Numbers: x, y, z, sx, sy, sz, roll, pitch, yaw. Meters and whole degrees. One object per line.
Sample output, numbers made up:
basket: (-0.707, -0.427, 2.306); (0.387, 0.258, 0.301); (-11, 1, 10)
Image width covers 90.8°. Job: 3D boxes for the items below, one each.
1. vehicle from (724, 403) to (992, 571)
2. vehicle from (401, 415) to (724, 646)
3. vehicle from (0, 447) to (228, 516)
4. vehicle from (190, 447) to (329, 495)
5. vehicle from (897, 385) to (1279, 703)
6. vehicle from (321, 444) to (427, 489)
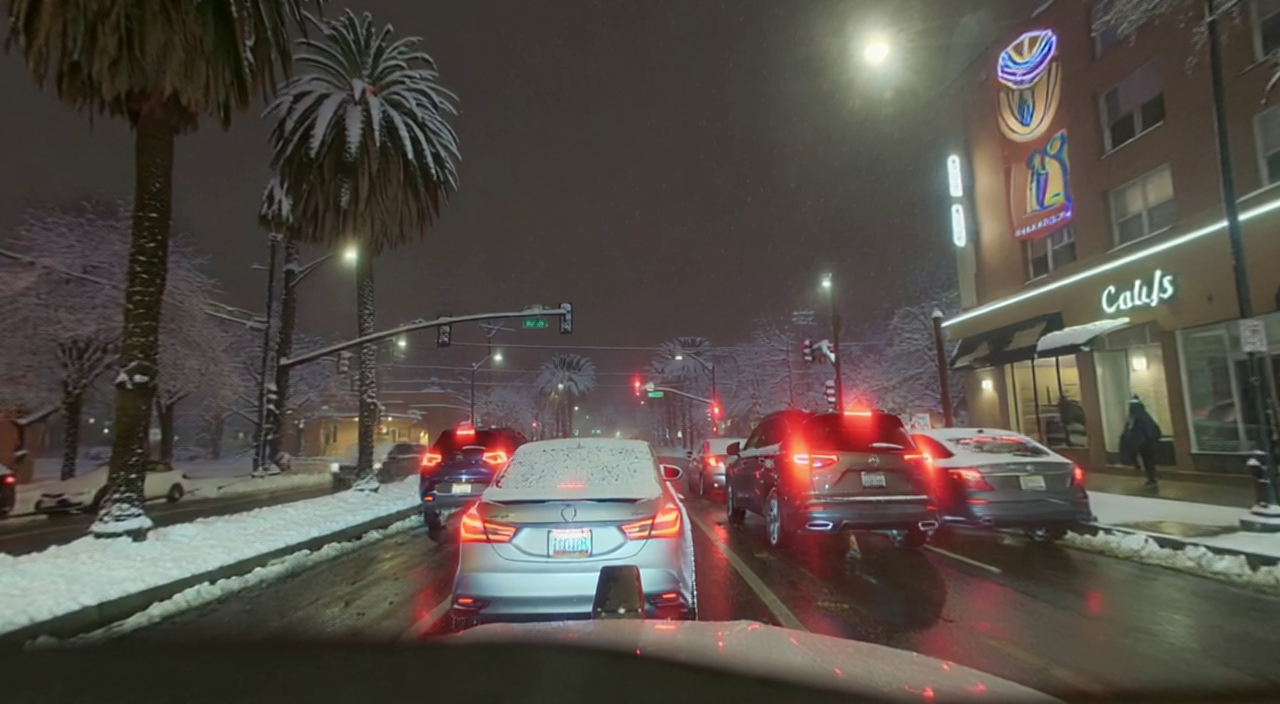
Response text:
vehicle: (2.626, 1.765, 9.007); (2.096, 1.775, 4.440); (0, -9, -2)
vehicle: (-0.511, 1.471, 6.228); (2.096, 1.492, 4.071); (0, -9, 0)
vehicle: (-12.851, 3.138, 15.926); (1.870, 1.475, 4.531); (0, -9, 0)
vehicle: (-12.874, 4.018, 21.815); (1.856, 1.455, 4.700); (0, -9, 0)
vehicle: (2.607, 0.812, 1.488); (2.085, 1.469, 4.458); (0, -9, -1)
vehicle: (-9.389, 4.048, 22.759); (1.949, 1.442, 4.502); (0, -9, -1)
